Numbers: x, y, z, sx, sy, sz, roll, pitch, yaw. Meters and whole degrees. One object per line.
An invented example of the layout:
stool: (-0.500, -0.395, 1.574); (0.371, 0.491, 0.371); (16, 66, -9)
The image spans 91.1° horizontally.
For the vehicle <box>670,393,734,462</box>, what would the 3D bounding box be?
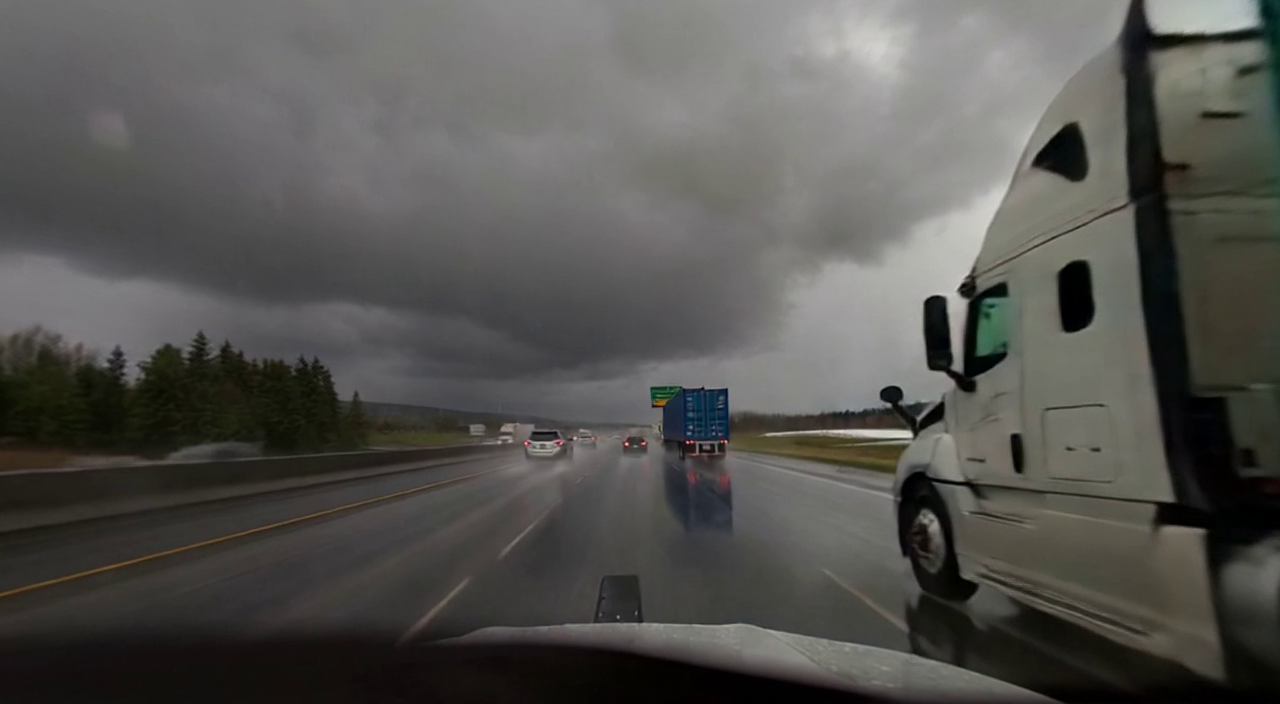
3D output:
vehicle: (3.650, 4.736, 39.212); (2.883, 3.836, 7.894); (0, -8, -2)

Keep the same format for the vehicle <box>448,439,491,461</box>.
vehicle: (-12.911, 7.438, 47.888); (1.954, 1.527, 4.652); (0, -8, 0)

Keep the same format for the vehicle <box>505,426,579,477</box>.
vehicle: (-3.513, 3.654, 23.395); (2.054, 1.671, 4.445); (0, -8, 0)

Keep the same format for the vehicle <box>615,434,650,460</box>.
vehicle: (-0.502, 5.939, 39.460); (2.088, 1.567, 4.240); (0, -8, -1)

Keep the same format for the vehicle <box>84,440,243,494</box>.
vehicle: (-15.570, 3.731, 20.910); (1.889, 1.586, 4.369); (0, -8, -1)
